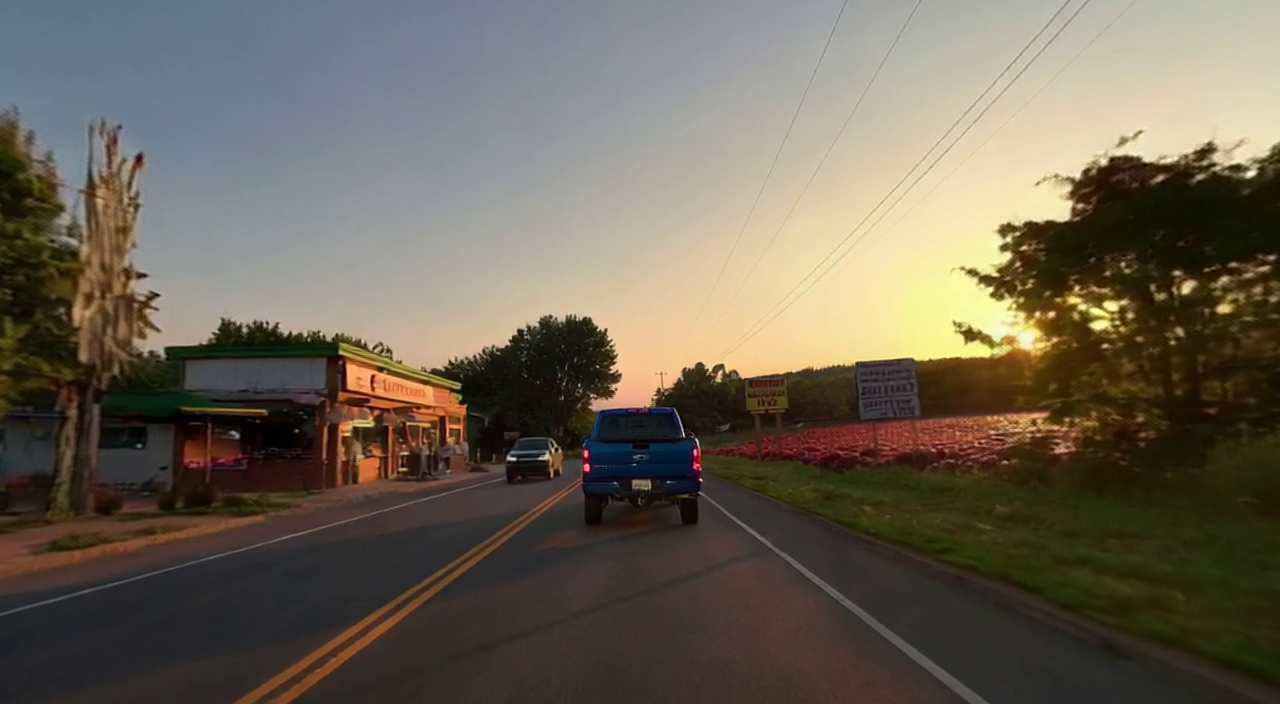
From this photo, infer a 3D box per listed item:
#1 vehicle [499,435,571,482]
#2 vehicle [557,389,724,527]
[{"bbox_3d":[-4.244,4.401,26.337,2.190,1.746,4.616,0,-8,0],"label":"vehicle"},{"bbox_3d":[-0.077,2.149,13.248,2.693,2.223,5.885,0,-9,-2],"label":"vehicle"}]
